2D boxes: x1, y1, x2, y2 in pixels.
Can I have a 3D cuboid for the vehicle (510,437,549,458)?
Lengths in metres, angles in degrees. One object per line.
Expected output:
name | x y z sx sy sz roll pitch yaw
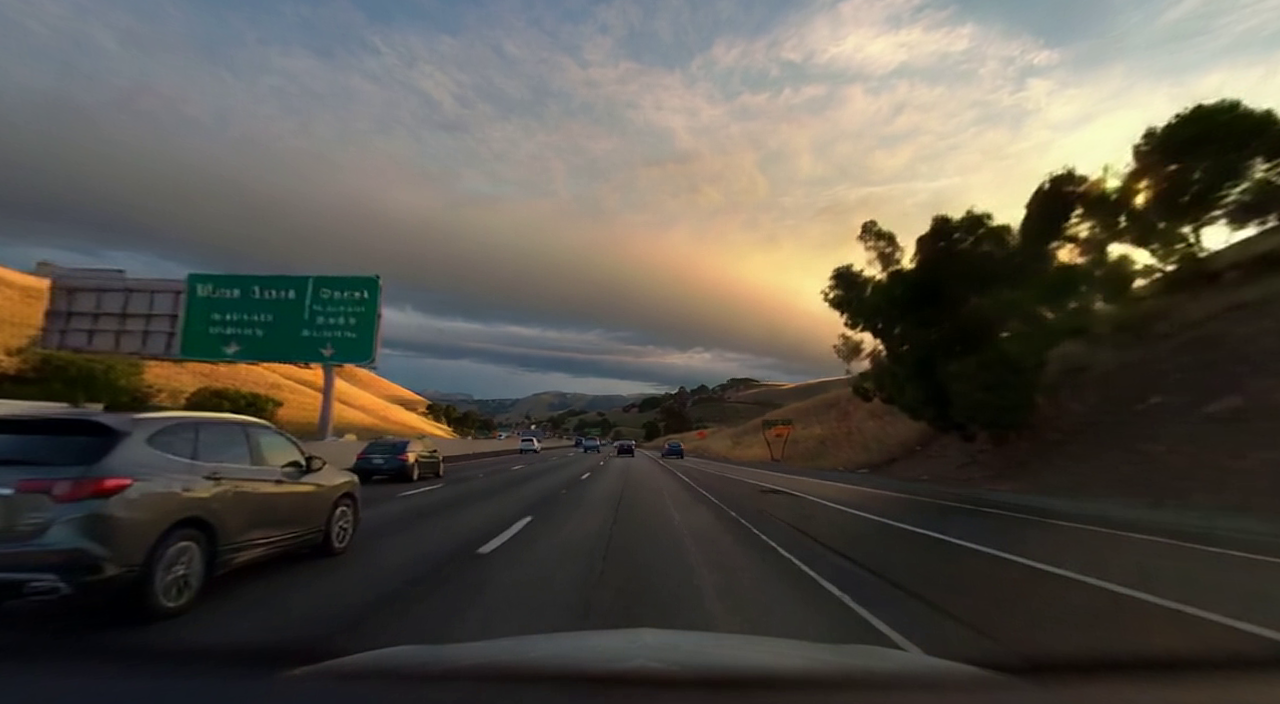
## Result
vehicle | -7.882 6.886 45.535 2.020 1.447 4.322 0 -8 0

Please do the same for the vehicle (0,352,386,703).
vehicle | -4.054 1.154 4.934 2.166 1.700 4.661 0 -8 0
